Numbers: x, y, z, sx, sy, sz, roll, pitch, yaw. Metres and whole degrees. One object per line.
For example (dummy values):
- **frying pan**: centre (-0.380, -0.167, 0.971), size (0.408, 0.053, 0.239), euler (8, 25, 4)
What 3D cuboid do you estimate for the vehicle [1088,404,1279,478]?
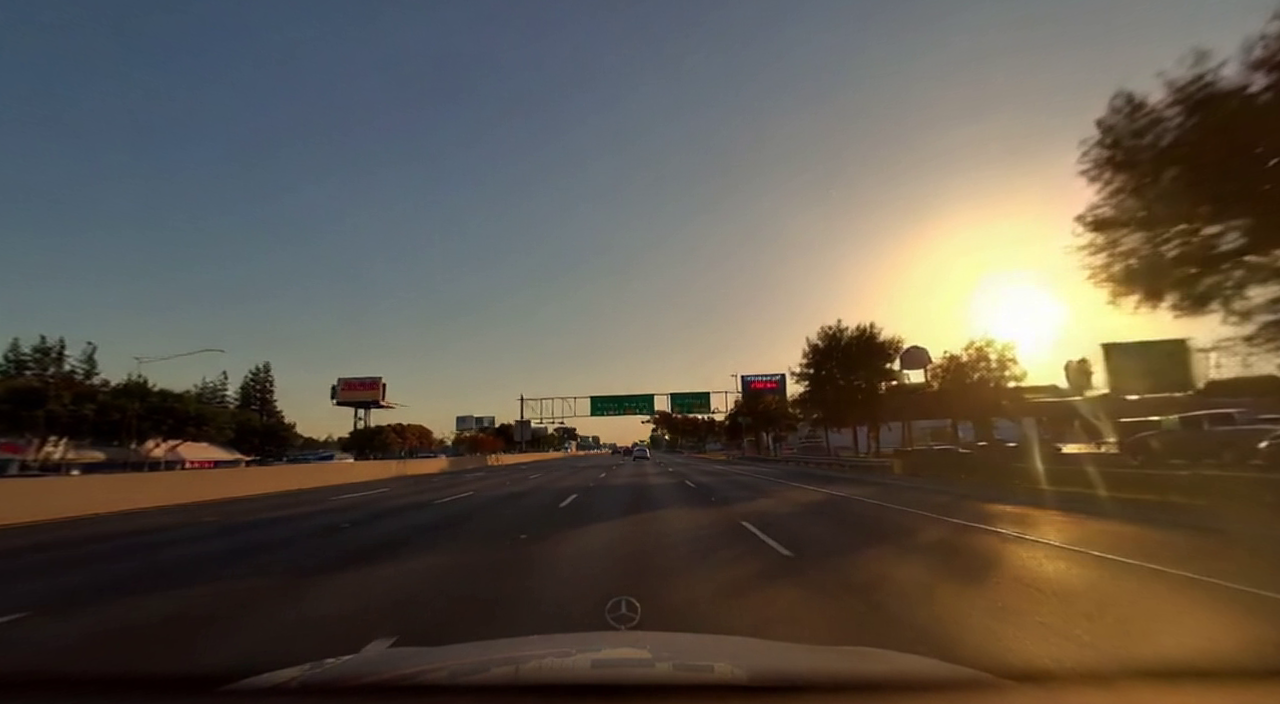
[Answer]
- **vehicle**: centre (37.723, 5.965, 42.151), size (2.952, 4.134, 16.694), euler (-4, -9, -1)
